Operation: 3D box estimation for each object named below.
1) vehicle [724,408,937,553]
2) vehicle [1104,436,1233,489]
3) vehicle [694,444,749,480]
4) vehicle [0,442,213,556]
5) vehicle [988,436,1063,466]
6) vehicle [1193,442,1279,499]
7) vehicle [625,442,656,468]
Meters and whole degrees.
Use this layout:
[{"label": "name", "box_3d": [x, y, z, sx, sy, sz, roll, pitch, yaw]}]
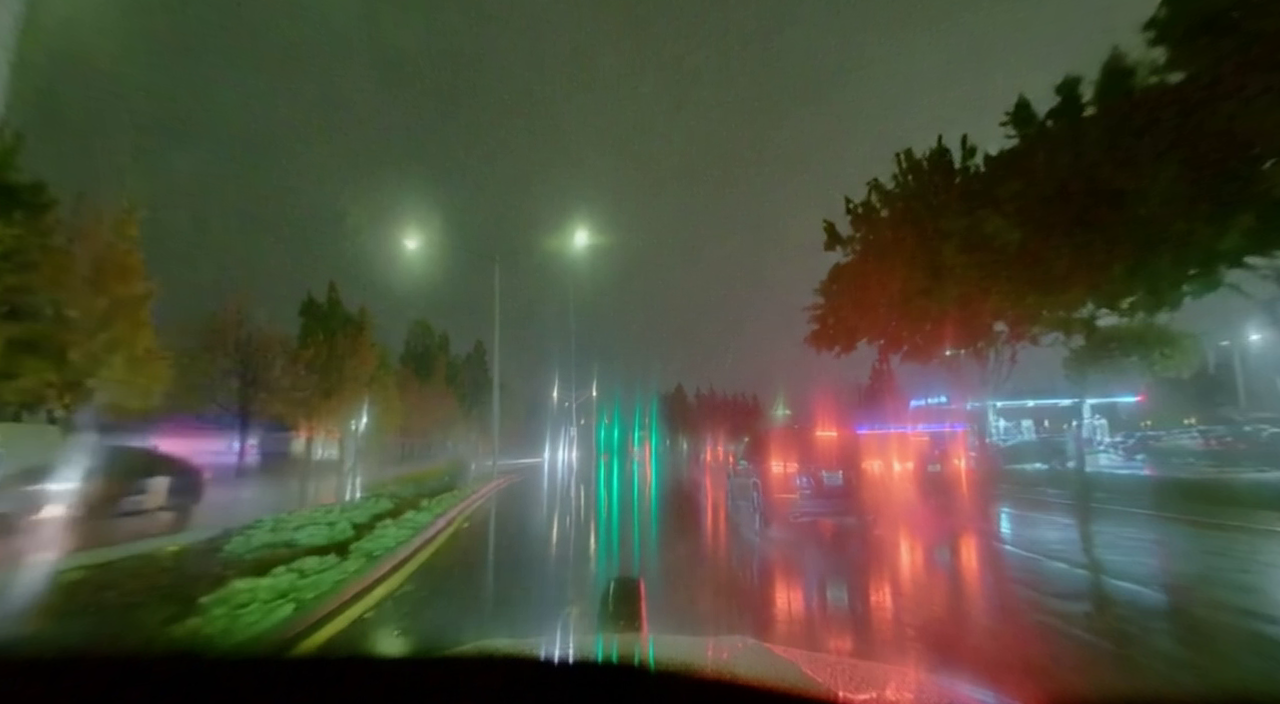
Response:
[{"label": "vehicle", "box_3d": [2.875, 2.099, 10.971, 2.038, 1.917, 4.900, 0, -9, -2]}, {"label": "vehicle", "box_3d": [18.296, 3.772, 21.854, 4.049, 1.671, 1.868, 4, -10, -28]}, {"label": "vehicle", "box_3d": [3.644, 5.024, 29.052, 1.861, 1.478, 4.185, 0, -9, -1]}, {"label": "vehicle", "box_3d": [-8.954, 2.070, 9.417, 2.131, 1.378, 4.391, 0, -9, 0]}, {"label": "vehicle", "box_3d": [23.964, 6.185, 39.492, 1.911, 1.714, 4.237, -1, -9, 0]}, {"label": "vehicle", "box_3d": [18.572, 3.460, 18.795, 4.582, 1.491, 2.032, 6, -11, -35]}, {"label": "vehicle", "box_3d": [0.036, 7.291, 44.904, 2.101, 1.707, 3.904, 0, -9, 0]}]
